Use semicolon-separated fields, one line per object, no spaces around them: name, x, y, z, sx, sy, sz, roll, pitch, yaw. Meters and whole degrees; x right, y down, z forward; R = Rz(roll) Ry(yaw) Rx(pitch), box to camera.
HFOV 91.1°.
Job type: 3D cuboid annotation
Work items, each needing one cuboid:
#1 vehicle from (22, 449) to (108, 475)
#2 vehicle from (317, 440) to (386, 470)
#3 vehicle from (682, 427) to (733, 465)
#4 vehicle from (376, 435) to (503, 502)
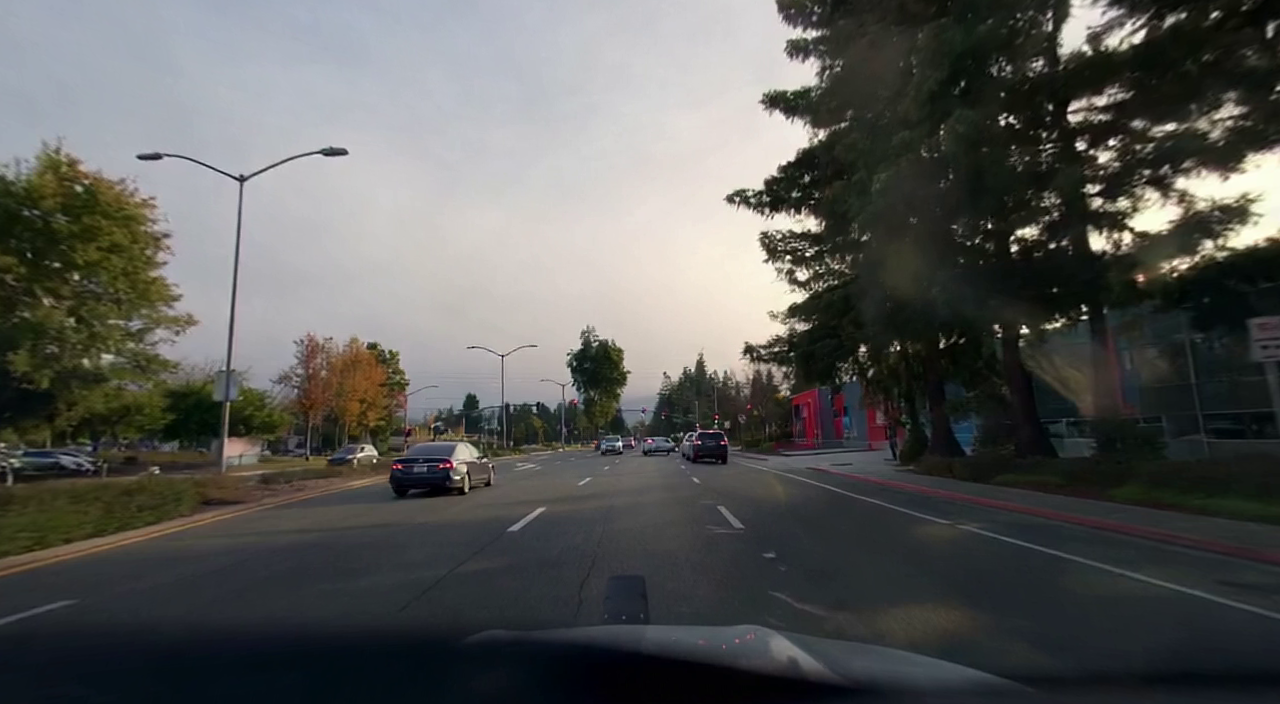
vehicle;-38.811;7.395;42.528;1.832;1.642;4.246;0;-8;-1
vehicle;-17.697;6.330;38.740;2.085;1.700;4.498;0;-8;1
vehicle;3.468;4.964;33.206;2.141;1.833;4.704;0;-8;-1
vehicle;-4.956;2.917;16.268;1.926;1.465;4.620;0;-8;-2
